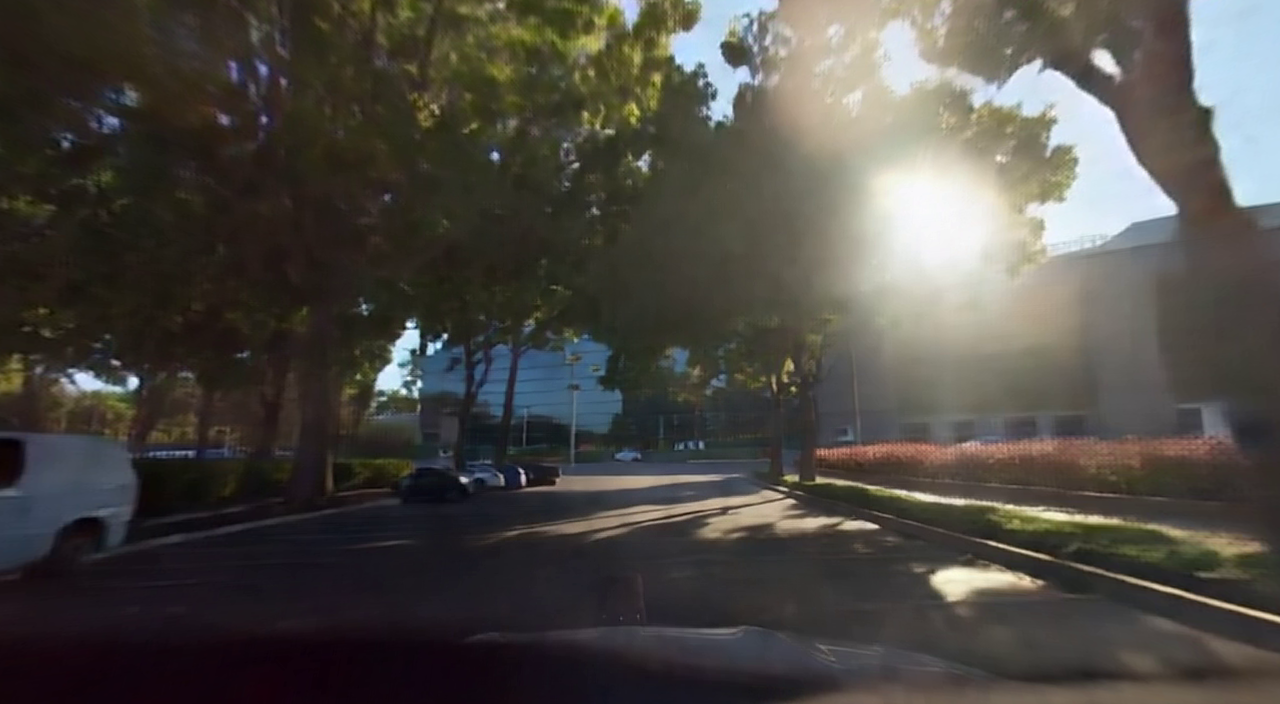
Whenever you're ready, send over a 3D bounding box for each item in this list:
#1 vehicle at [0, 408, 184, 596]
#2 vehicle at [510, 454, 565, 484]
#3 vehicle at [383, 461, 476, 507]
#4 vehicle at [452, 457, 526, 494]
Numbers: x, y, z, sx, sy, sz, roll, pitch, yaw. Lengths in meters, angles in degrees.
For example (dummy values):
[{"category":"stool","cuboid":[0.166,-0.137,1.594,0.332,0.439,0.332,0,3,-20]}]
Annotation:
[{"category":"vehicle","cuboid":[-8.798,1.756,7.410,2.433,2.193,5.547,0,-9,4]},{"category":"vehicle","cuboid":[-6.407,7.367,39.996,2.360,1.741,4.912,0,-9,3]},{"category":"vehicle","cuboid":[-7.686,4.830,23.406,1.938,1.191,3.630,-7,-8,3]},{"category":"vehicle","cuboid":[-6.929,5.719,29.602,2.038,1.525,4.383,0,-9,5]}]
